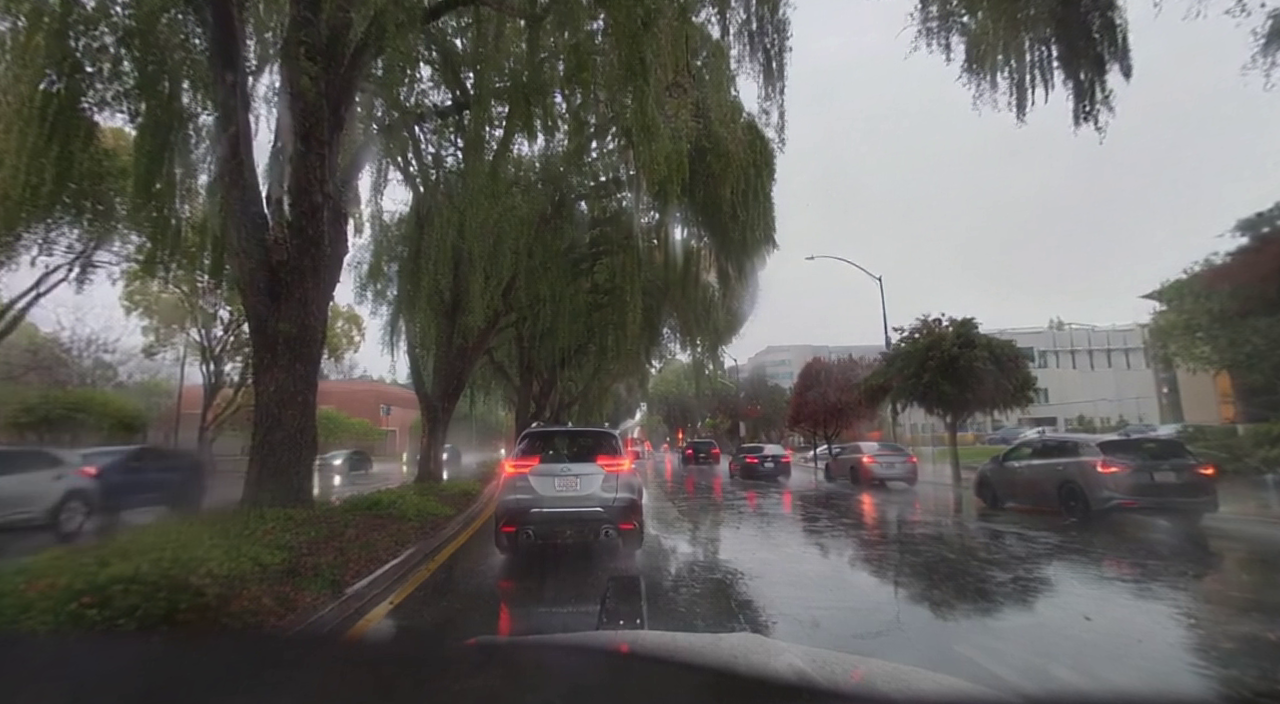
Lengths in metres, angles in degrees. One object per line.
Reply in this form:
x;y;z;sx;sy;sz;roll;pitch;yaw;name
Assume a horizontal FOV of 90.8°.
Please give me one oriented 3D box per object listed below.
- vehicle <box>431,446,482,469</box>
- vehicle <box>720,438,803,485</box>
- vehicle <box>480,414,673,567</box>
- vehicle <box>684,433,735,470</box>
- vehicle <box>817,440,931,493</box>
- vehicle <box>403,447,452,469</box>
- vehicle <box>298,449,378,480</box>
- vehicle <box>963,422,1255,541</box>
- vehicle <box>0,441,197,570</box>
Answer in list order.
-12.144;6.993;42.080;1.981;1.463;4.395;0;-8;1;vehicle
4.171;3.856;22.543;2.175;1.477;4.520;0;-8;2;vehicle
-0.846;1.794;8.875;2.106;1.655;3.717;1;-8;-5;vehicle
3.645;5.337;34.072;2.114;1.846;4.659;0;-8;-1;vehicle
7.266;3.565;20.122;1.977;1.485;4.308;0;-8;0;vehicle
-16.010;7.990;47.846;2.042;1.500;4.626;0;-8;1;vehicle
-15.816;5.882;33.417;1.900;1.467;4.609;0;-8;1;vehicle
7.942;2.210;11.425;2.168;1.709;4.289;-1;-8;4;vehicle
-8.372;1.890;8.096;2.039;1.466;4.553;0;-8;0;vehicle
